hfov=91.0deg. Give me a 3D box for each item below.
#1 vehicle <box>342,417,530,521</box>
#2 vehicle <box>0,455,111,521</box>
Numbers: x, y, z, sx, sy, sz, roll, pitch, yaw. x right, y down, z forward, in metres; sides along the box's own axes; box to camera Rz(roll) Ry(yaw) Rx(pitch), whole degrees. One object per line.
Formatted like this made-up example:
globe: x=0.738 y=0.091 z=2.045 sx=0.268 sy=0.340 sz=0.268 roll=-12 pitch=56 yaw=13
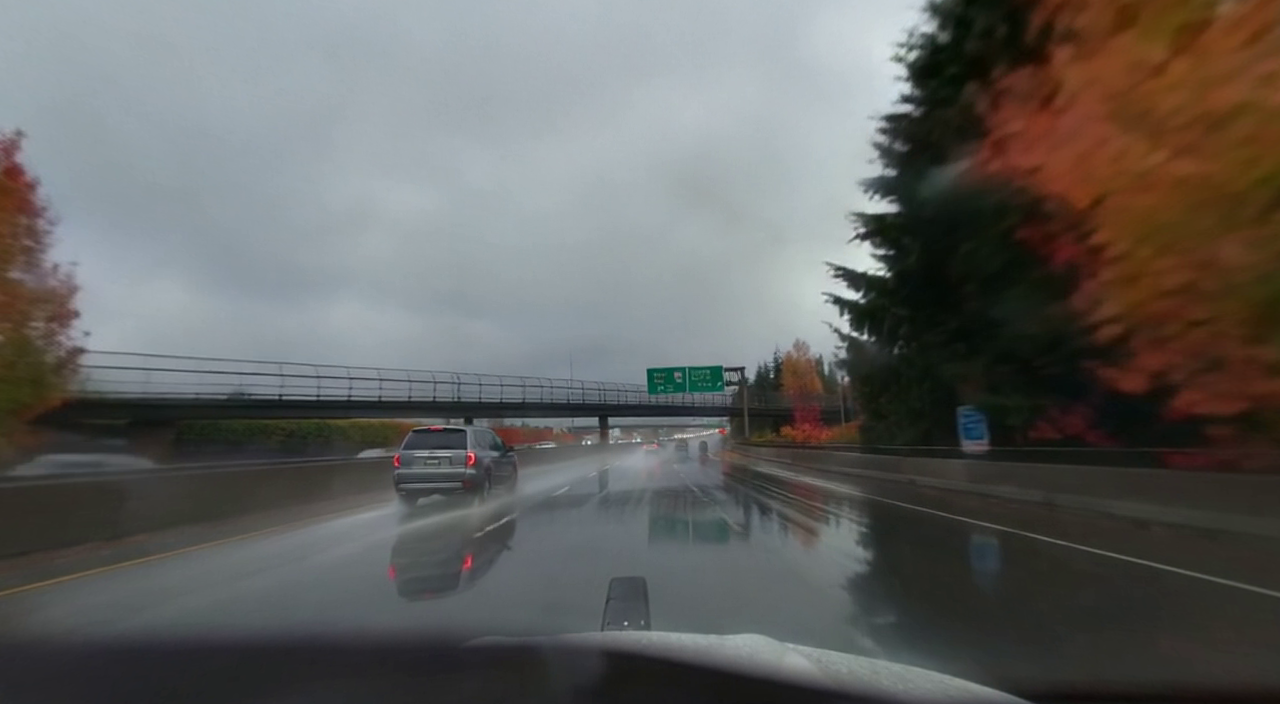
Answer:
vehicle: x=-3.765 y=2.254 z=12.646 sx=2.177 sy=1.707 sz=4.432 roll=0 pitch=-8 yaw=1
vehicle: x=-16.492 y=3.471 z=16.211 sx=1.825 sy=1.529 sz=4.419 roll=0 pitch=-8 yaw=0
